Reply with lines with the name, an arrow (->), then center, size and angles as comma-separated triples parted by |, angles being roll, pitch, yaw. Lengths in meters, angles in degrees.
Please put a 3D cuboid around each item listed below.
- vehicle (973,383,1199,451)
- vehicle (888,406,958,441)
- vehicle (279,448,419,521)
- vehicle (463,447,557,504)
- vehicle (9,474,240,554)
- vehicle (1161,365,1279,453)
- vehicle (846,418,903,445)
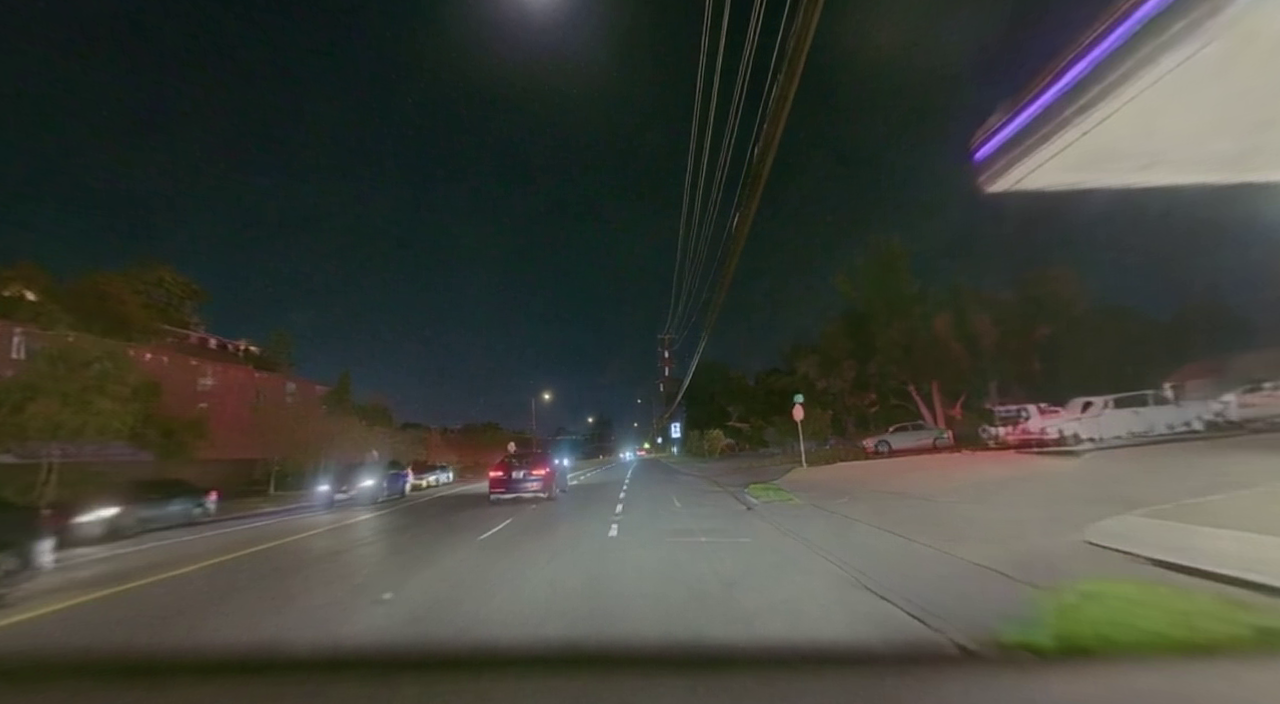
vehicle -> 13.934, 2.120, 20.094 | 5.266, 2.021, 2.329 | -1, -8, 4
vehicle -> 17.445, 4.504, 39.218 | 2.014, 2.048, 4.717 | 0, -8, -2
vehicle -> -8.041, 3.639, 17.986 | 1.956, 1.751, 4.354 | 0, -8, -1
vehicle -> -3.732, 3.602, 18.950 | 1.943, 1.455, 4.414 | 0, -8, -1
vehicle -> -12.395, 3.874, 15.693 | 1.935, 1.463, 4.449 | 0, -8, 1
vehicle -> 19.737, 1.783, 19.297 | 4.982, 2.516, 2.697 | -2, -9, 12
vehicle -> 14.388, 4.963, 38.954 | 1.835, 1.549, 4.178 | 0, -8, -1
